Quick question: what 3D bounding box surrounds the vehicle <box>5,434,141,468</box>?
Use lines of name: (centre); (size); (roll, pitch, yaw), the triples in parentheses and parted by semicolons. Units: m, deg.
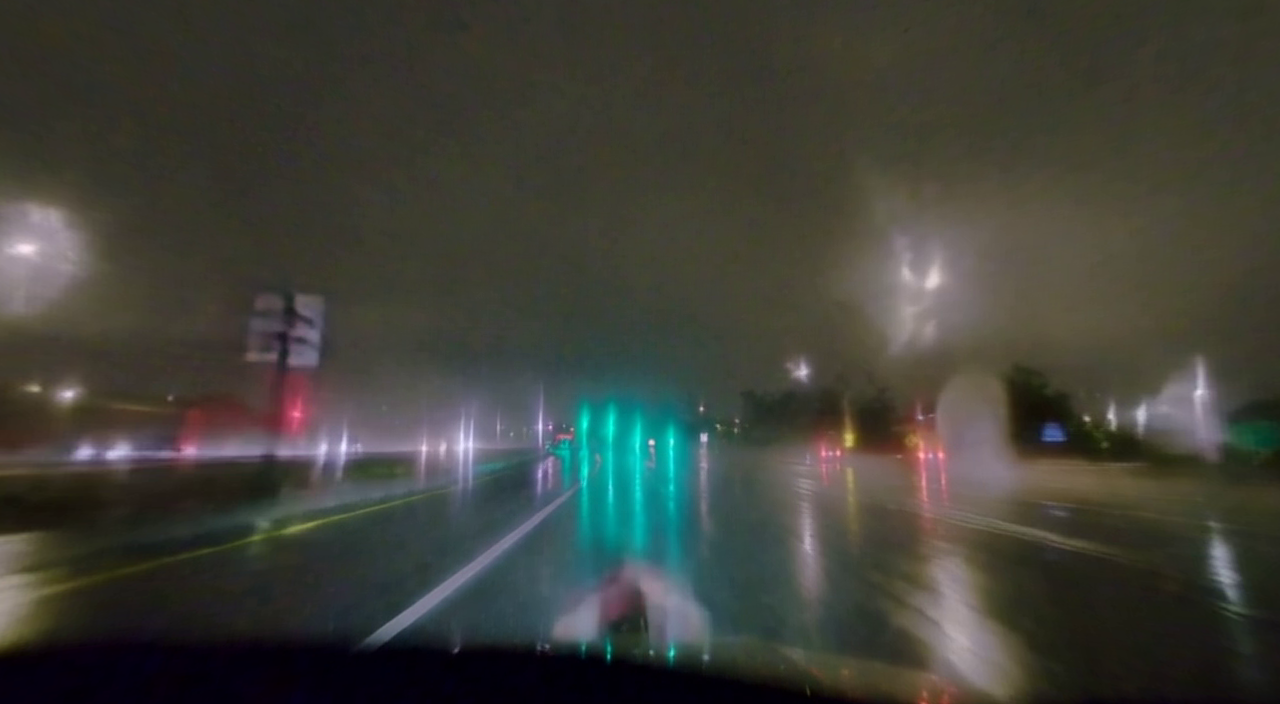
vehicle: (-26.335, 4.629, 29.592); (2.027, 1.457, 4.742); (0, -8, -1)
